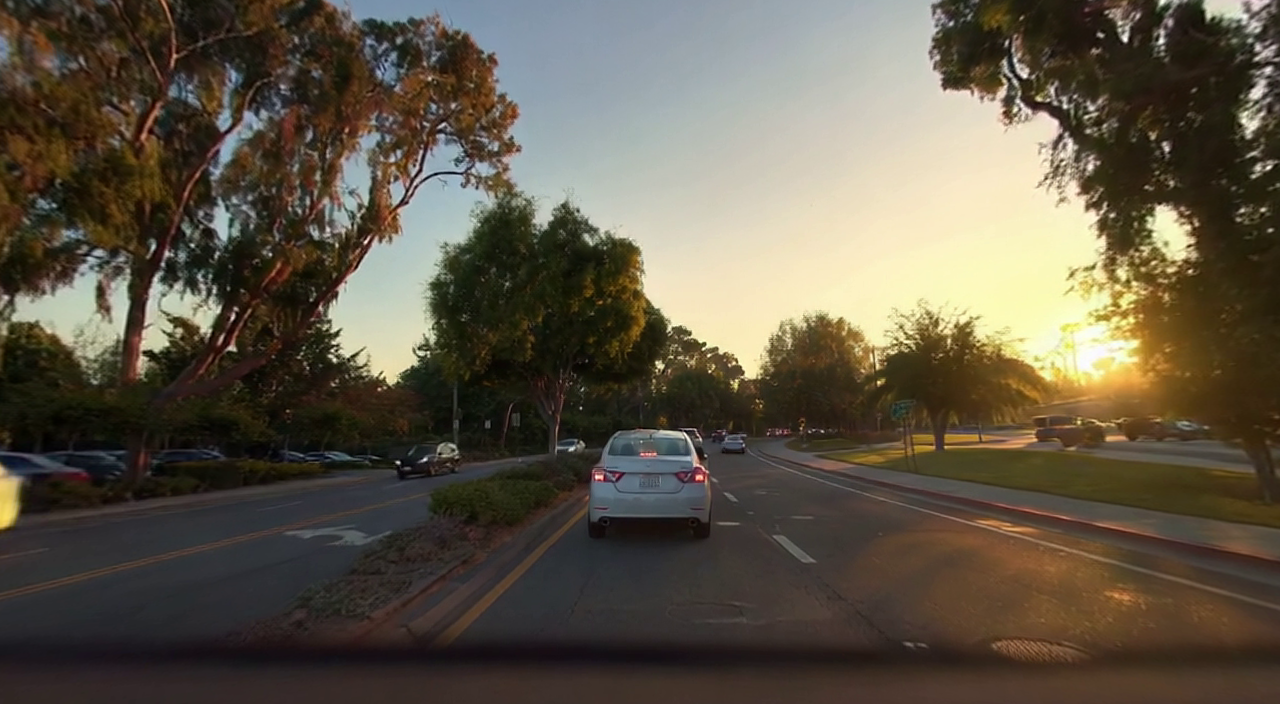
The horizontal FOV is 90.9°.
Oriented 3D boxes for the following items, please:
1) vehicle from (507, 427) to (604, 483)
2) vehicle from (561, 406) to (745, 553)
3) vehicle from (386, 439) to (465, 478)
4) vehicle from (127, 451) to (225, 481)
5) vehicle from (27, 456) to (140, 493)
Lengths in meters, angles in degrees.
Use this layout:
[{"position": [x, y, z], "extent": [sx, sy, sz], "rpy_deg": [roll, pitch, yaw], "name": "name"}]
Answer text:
[{"position": [-2.895, 3.673, 22.783], "extent": [2.057, 1.786, 4.725], "rpy_deg": [-2, -8, 11], "name": "vehicle"}, {"position": [0.171, 1.800, 9.563], "extent": [2.154, 1.710, 4.128], "rpy_deg": [-1, -8, 1], "name": "vehicle"}, {"position": [-10.199, 5.074, 30.426], "extent": [2.005, 1.701, 4.355], "rpy_deg": [-1, -8, 5], "name": "vehicle"}, {"position": [-26.686, 6.554, 36.316], "extent": [4.256, 1.633, 1.940], "rpy_deg": [-1, -8, 6], "name": "vehicle"}, {"position": [-27.267, 5.990, 30.951], "extent": [4.272, 1.438, 1.801], "rpy_deg": [-5, -9, 9], "name": "vehicle"}]
